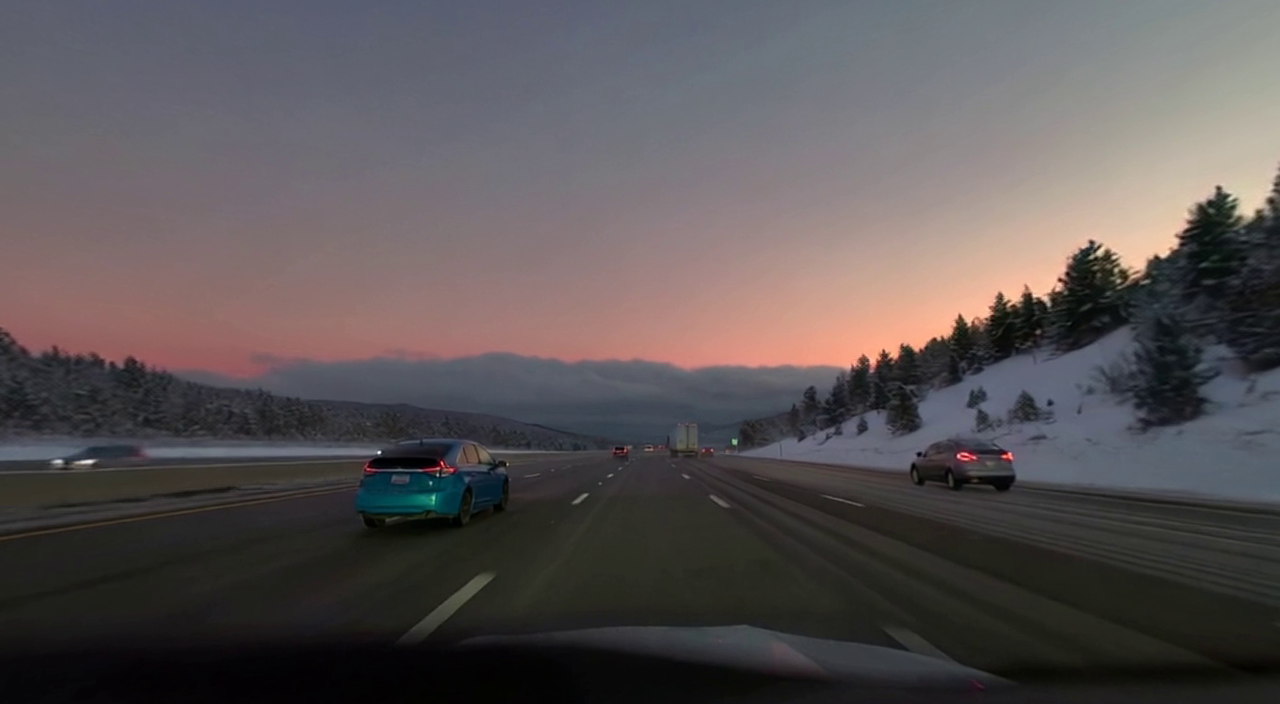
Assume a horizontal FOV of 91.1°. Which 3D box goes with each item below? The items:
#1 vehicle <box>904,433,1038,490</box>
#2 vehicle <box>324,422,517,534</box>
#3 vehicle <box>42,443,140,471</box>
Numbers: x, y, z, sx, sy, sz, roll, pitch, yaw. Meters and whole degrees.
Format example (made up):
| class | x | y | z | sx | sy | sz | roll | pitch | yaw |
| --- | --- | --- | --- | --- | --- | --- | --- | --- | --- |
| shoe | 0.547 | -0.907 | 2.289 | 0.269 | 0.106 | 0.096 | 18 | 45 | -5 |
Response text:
| class | x | y | z | sx | sy | sz | roll | pitch | yaw |
| --- | --- | --- | --- | --- | --- | --- | --- | --- | --- |
| vehicle | 11.145 | 3.701 | 21.601 | 2.062 | 1.736 | 4.589 | 0 | -9 | 0 |
| vehicle | -3.595 | 2.136 | 11.155 | 1.967 | 1.615 | 3.886 | 0 | -8 | 1 |
| vehicle | -33.462 | 6.381 | 38.447 | 1.925 | 1.605 | 4.404 | 0 | -9 | 2 |
